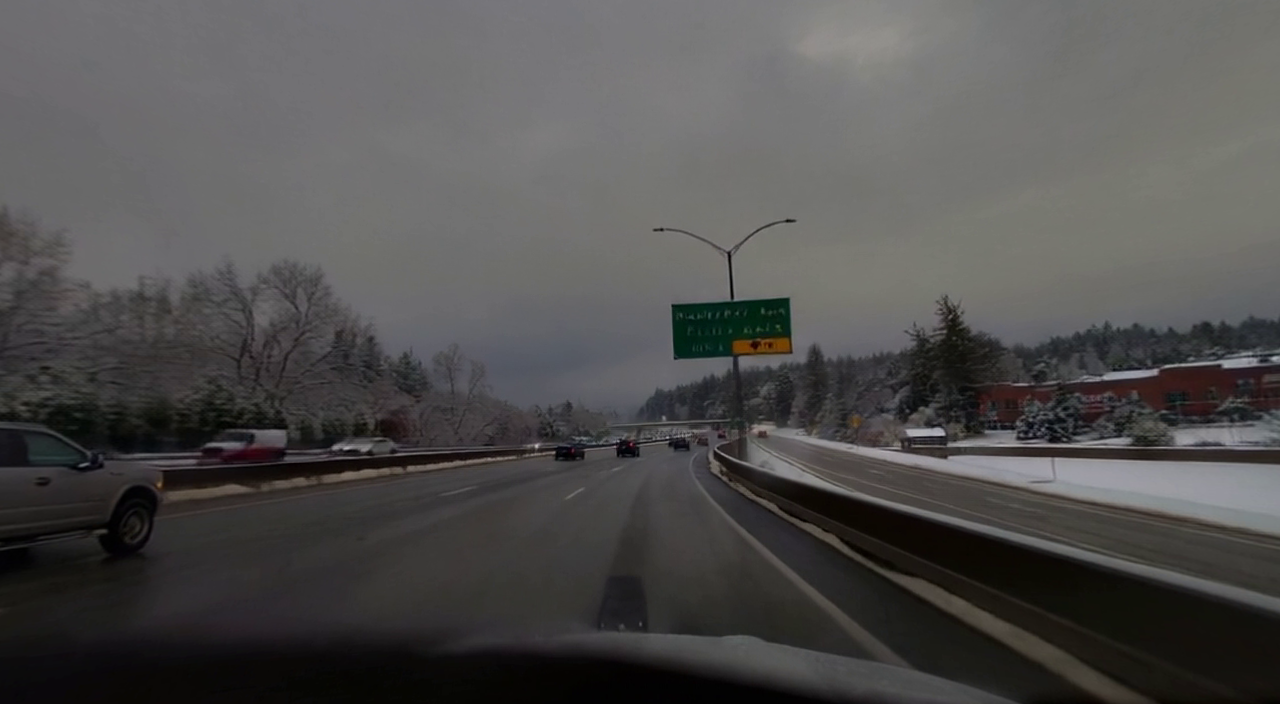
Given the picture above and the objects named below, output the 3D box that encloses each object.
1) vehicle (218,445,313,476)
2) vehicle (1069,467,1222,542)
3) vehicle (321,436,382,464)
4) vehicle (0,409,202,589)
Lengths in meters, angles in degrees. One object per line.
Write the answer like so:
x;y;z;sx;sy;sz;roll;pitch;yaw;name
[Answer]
-18.835;5.430;31.988;1.906;1.444;4.365;-1;-8;4;vehicle
27.260;8.164;34.549;2.749;3.380;6.690;0;-8;1;vehicle
-21.373;7.288;46.999;1.974;1.907;4.816;-1;-8;5;vehicle
-6.806;1.359;5.876;1.923;1.630;4.857;0;-8;1;vehicle
